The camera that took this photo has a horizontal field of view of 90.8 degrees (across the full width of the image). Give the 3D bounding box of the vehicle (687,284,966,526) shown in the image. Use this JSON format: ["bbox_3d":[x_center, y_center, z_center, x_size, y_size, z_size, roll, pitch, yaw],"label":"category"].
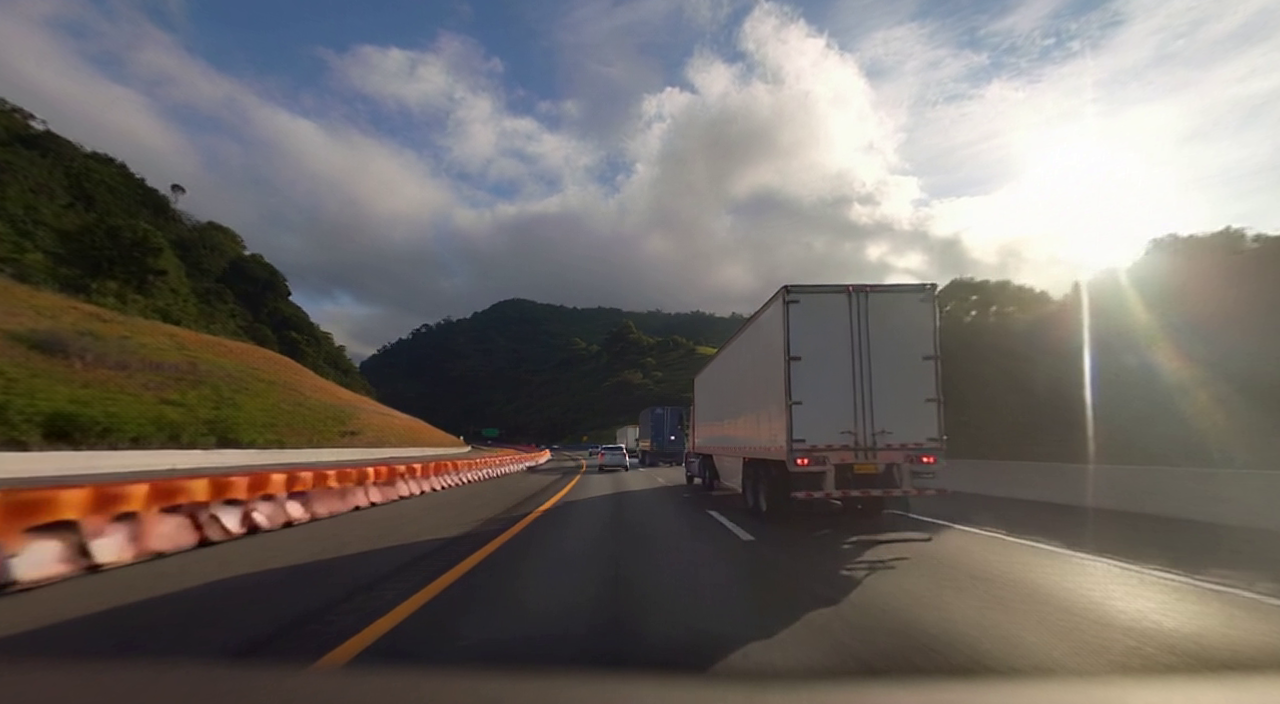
[{"bbox_3d":[3.656,1.972,17.951,2.911,4.099,14.578,0,-9,-2],"label":"vehicle"}]

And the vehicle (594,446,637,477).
[{"bbox_3d":[-1.272,5.460,31.599,2.029,1.437,3.794,0,-9,-3],"label":"vehicle"}]

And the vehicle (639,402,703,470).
[{"bbox_3d":[1.832,6.159,44.939,2.826,4.050,13.845,1,-9,-4],"label":"vehicle"}]
